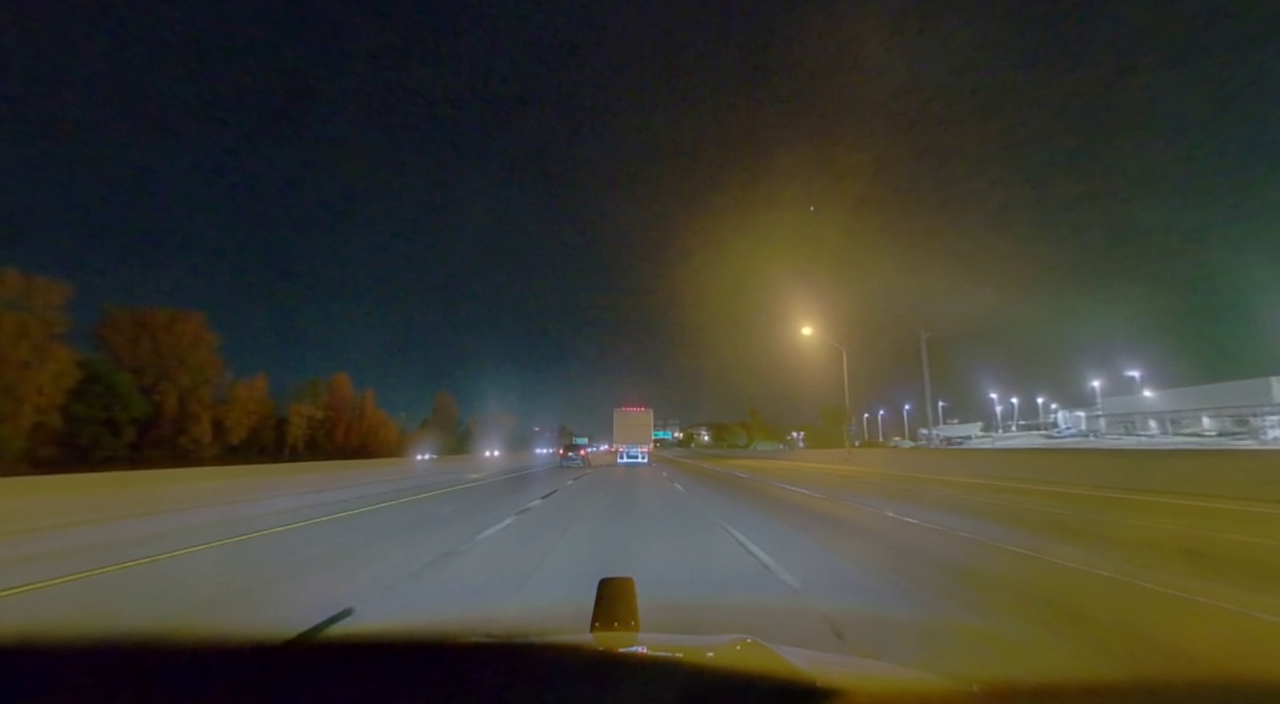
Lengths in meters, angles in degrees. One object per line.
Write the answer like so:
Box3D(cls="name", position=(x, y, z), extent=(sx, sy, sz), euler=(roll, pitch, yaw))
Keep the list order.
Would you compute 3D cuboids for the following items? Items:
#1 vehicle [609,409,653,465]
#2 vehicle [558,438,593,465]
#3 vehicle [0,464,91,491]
Box3D(cls="vehicle", position=(-0.590, 6.693, 49.104), extent=(3.000, 3.786, 11.740), euler=(0, -8, 0))
Box3D(cls="vehicle", position=(-4.797, 7.491, 47.550), extent=(2.095, 1.930, 4.680), euler=(0, -8, 0))
Box3D(cls="vehicle", position=(-41.180, 8.619, 43.585), extent=(1.961, 1.565, 5.038), euler=(0, -8, 1))
